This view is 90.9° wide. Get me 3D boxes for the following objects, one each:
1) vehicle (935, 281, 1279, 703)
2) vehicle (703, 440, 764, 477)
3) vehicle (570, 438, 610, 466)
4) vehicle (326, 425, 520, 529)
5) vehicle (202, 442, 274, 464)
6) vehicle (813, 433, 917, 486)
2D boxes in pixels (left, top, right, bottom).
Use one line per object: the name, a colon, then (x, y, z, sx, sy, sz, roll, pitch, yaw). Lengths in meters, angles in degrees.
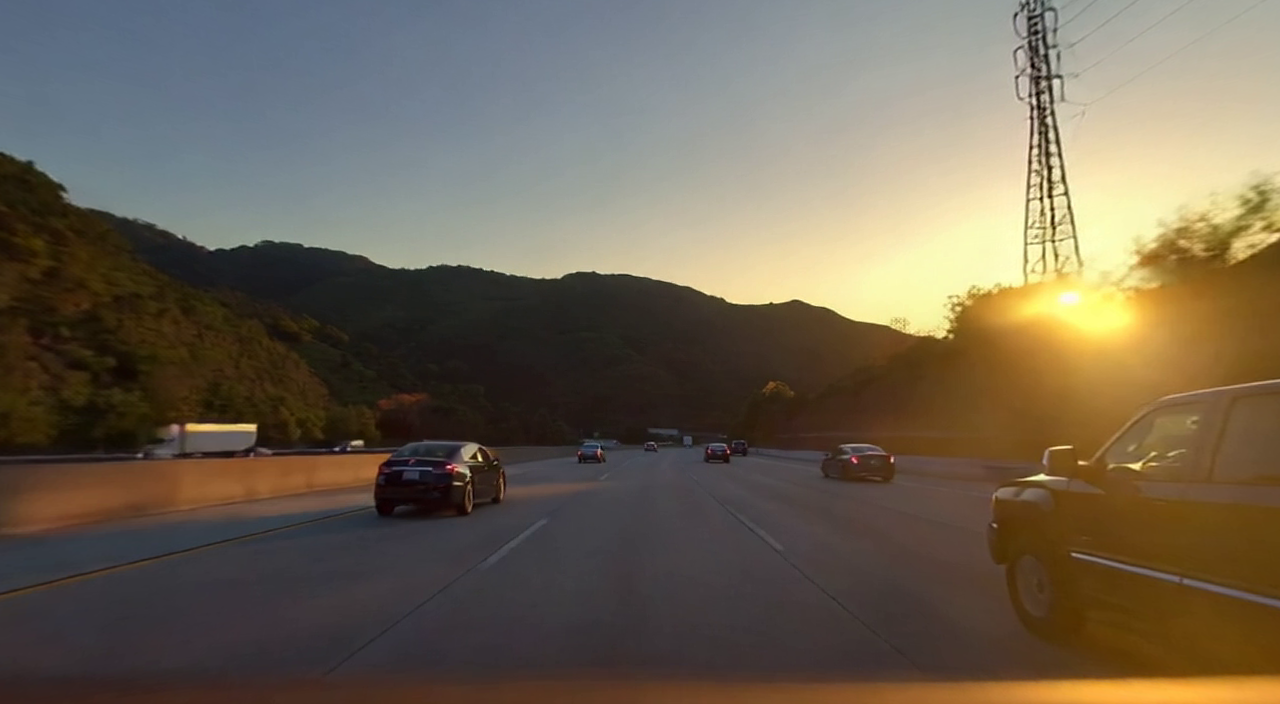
vehicle: (3.450, 0.720, 2.482, 2.098, 1.925, 5.171, 0, -8, 1)
vehicle: (4.040, 4.699, 28.085, 2.046, 1.471, 4.333, 0, -8, 0)
vehicle: (-3.121, 6.342, 40.058, 2.021, 1.679, 4.310, -1, -8, 2)
vehicle: (-3.887, 2.329, 12.324, 2.113, 1.636, 4.494, 0, -8, 1)
vehicle: (-30.110, 7.549, 47.477, 1.860, 1.551, 5.189, 0, -8, 2)
vehicle: (7.691, 3.717, 22.058, 1.986, 1.633, 4.430, 0, -8, 0)
